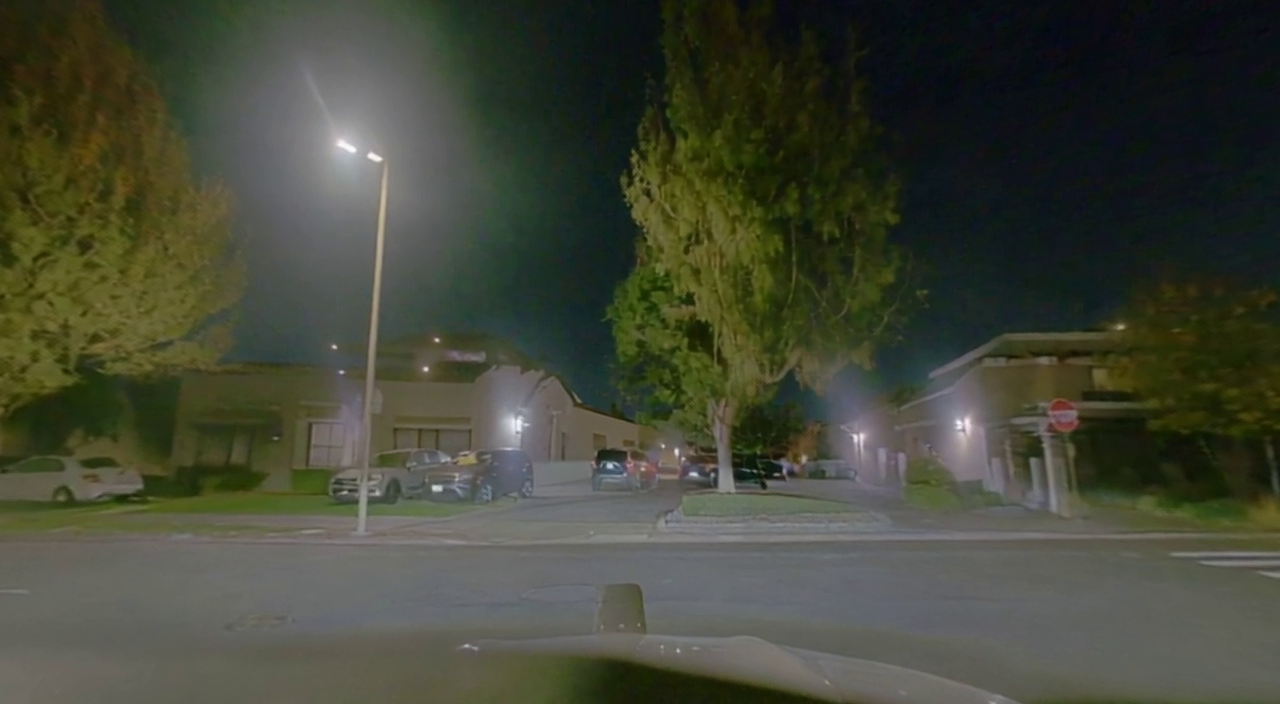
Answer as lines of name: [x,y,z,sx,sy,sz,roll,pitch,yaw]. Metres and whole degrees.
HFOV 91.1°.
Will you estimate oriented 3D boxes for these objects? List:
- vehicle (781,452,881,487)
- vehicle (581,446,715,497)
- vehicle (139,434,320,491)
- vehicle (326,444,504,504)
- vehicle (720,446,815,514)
vehicle: [10.800,6.650,35.743,5.004,1.797,1.946,-6,-11,35]
vehicle: [0.473,4.978,26.716,5.798,1.920,2.267,9,-12,-44]
vehicle: [-25.019,6.721,38.473,9.384,3.230,2.928,-1,-9,7]
vehicle: [-6.911,3.776,19.675,4.778,1.753,1.959,0,-9,3]
vehicle: [4.110,4.195,21.356,2.305,1.962,5.685,0,-9,3]
